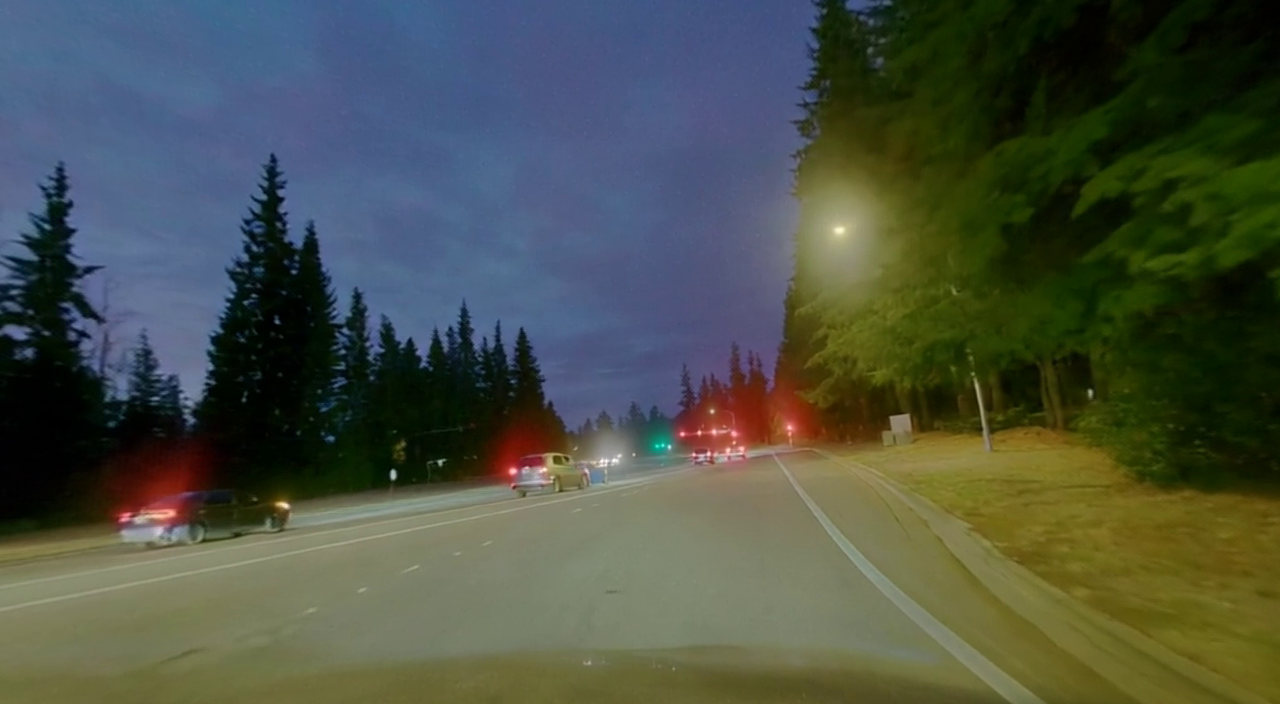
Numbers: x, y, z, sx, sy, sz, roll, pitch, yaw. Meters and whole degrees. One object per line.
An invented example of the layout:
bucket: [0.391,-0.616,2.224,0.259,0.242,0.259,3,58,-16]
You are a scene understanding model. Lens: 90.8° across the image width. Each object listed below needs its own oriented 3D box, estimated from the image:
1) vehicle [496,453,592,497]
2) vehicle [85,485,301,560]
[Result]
vehicle: [-4.164,5.414,28.272,2.049,1.699,4.860,-4,-9,21]
vehicle: [-12.736,4.826,18.437,1.886,1.535,4.742,-4,-9,24]
